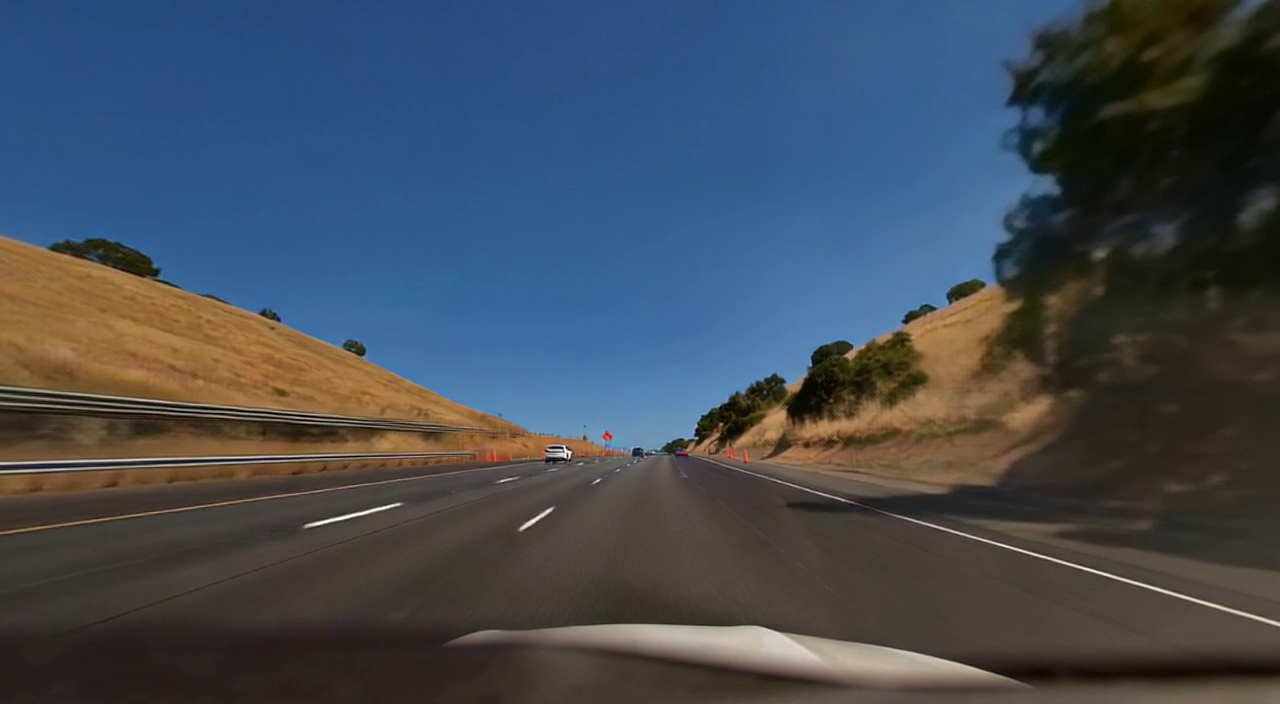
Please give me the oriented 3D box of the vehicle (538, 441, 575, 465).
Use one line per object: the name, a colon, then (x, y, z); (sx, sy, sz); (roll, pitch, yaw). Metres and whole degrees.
vehicle: (-6.013, 7.350, 45.891); (2.042, 1.585, 4.162); (0, -9, 2)
